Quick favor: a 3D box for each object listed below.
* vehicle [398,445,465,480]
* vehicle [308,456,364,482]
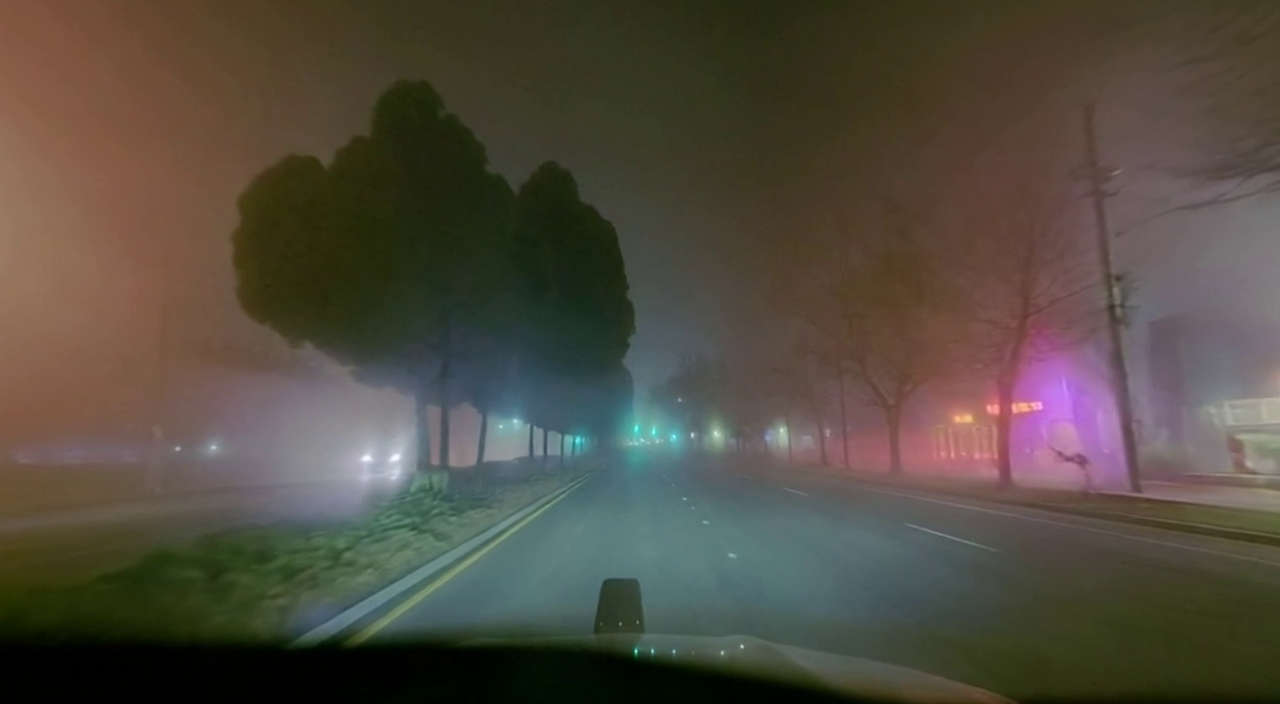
[{"bbox_3d":[-12.477,6.631,38.266,2.139,1.931,5.419,0,-8,1],"label":"vehicle"},{"bbox_3d":[-19.803,7.623,41.302,1.855,1.498,3.587,0,-8,1],"label":"vehicle"}]
